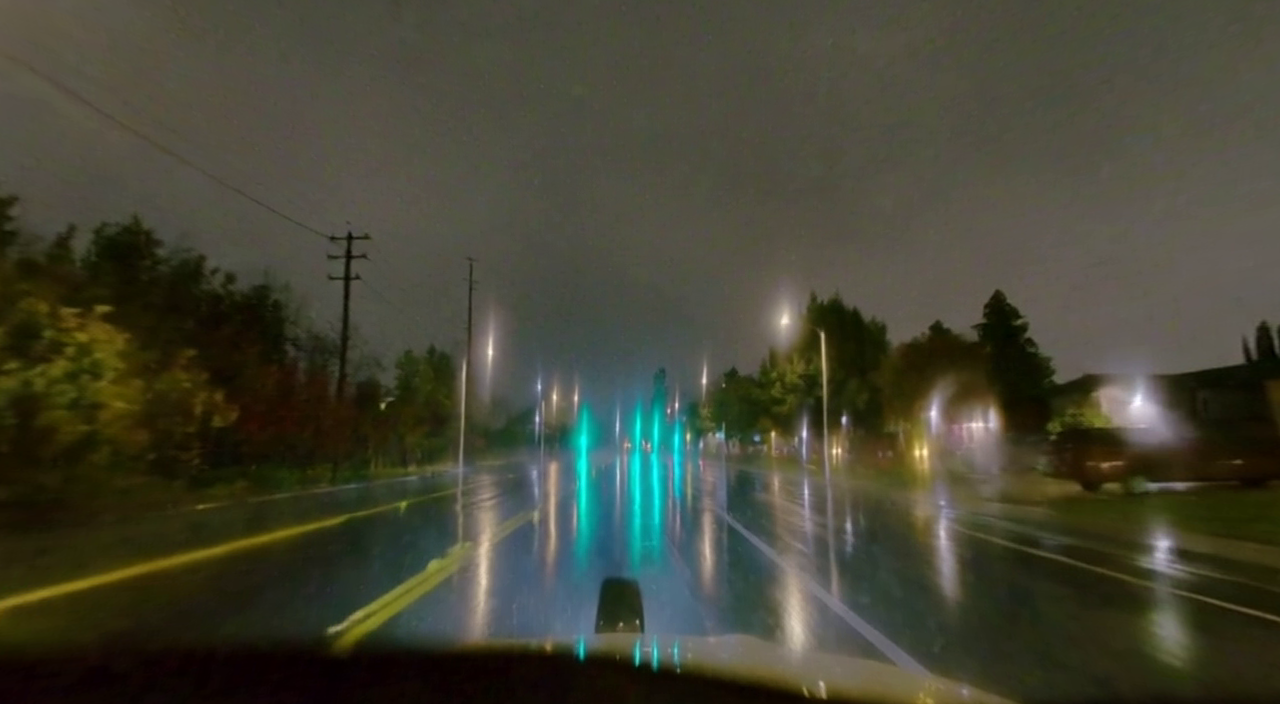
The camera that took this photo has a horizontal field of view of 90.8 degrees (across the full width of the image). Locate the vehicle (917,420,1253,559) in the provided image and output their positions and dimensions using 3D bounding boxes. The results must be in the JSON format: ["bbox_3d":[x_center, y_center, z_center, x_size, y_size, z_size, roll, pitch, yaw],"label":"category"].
[{"bbox_3d":[6.752,2.112,10.492,2.043,1.747,4.680,0,-9,-1],"label":"vehicle"}]
